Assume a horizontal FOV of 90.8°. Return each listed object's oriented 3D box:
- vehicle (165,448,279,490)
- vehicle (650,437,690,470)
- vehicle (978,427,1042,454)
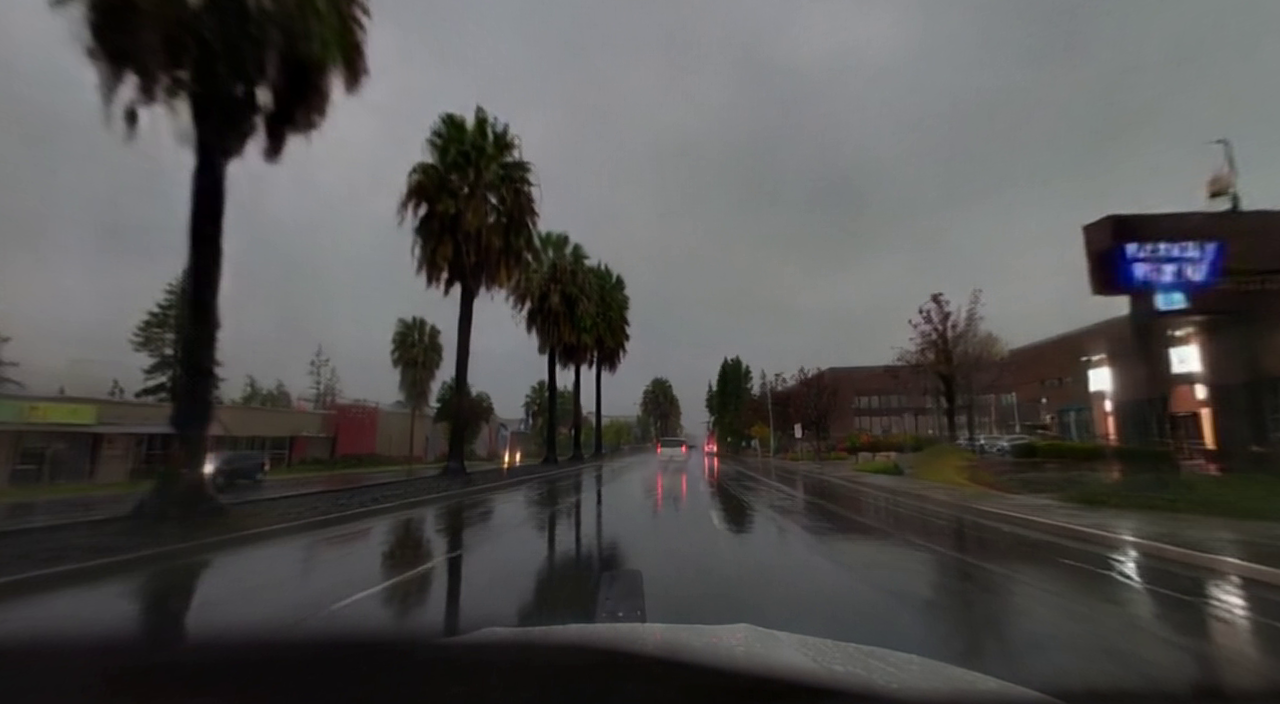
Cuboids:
[{"bbox_3d":[-21.022,5.854,32.065,2.294,1.935,4.783,-1,-8,3],"label":"vehicle"},{"bbox_3d":[1.787,5.766,36.062,2.147,1.745,4.648,-1,-8,5],"label":"vehicle"},{"bbox_3d":[26.746,6.475,45.908,2.194,1.840,4.659,-1,-9,6],"label":"vehicle"}]
